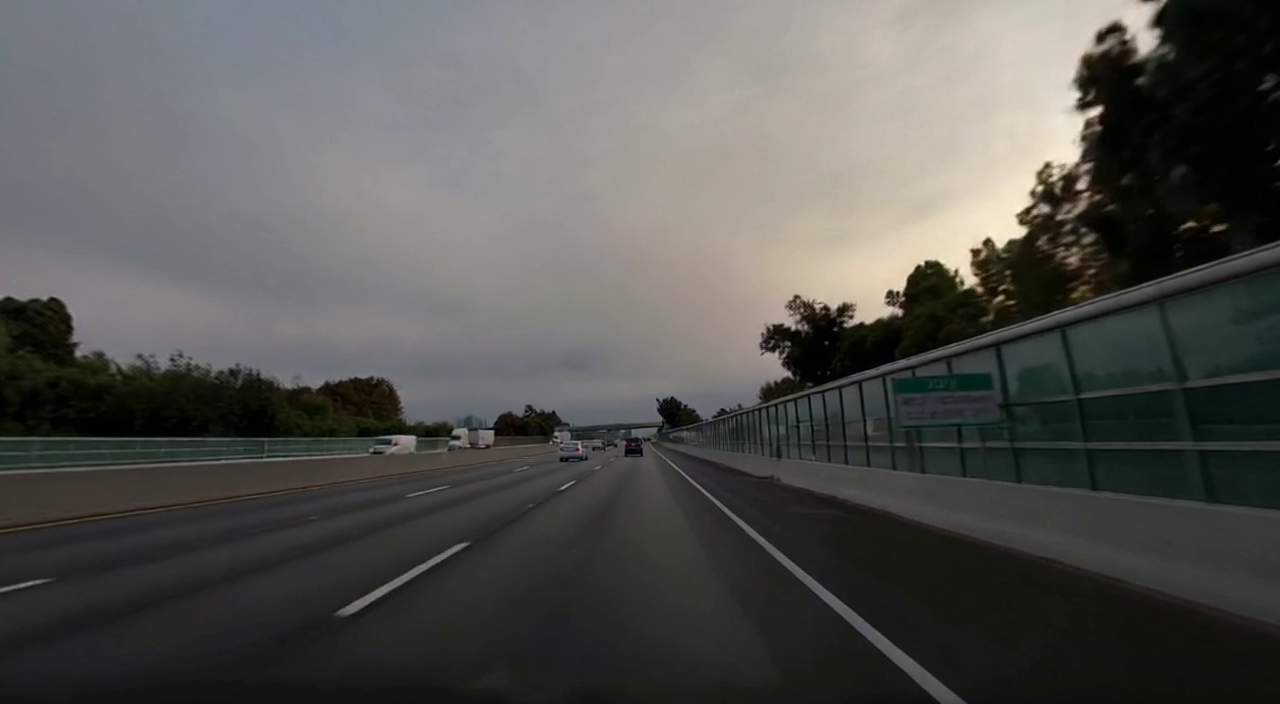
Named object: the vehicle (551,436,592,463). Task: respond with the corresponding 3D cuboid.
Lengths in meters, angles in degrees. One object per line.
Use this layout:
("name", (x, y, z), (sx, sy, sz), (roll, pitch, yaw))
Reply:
("vehicle", (-4.216, 6.057, 39.070), (2.063, 1.598, 4.189), (0, -8, 0))
